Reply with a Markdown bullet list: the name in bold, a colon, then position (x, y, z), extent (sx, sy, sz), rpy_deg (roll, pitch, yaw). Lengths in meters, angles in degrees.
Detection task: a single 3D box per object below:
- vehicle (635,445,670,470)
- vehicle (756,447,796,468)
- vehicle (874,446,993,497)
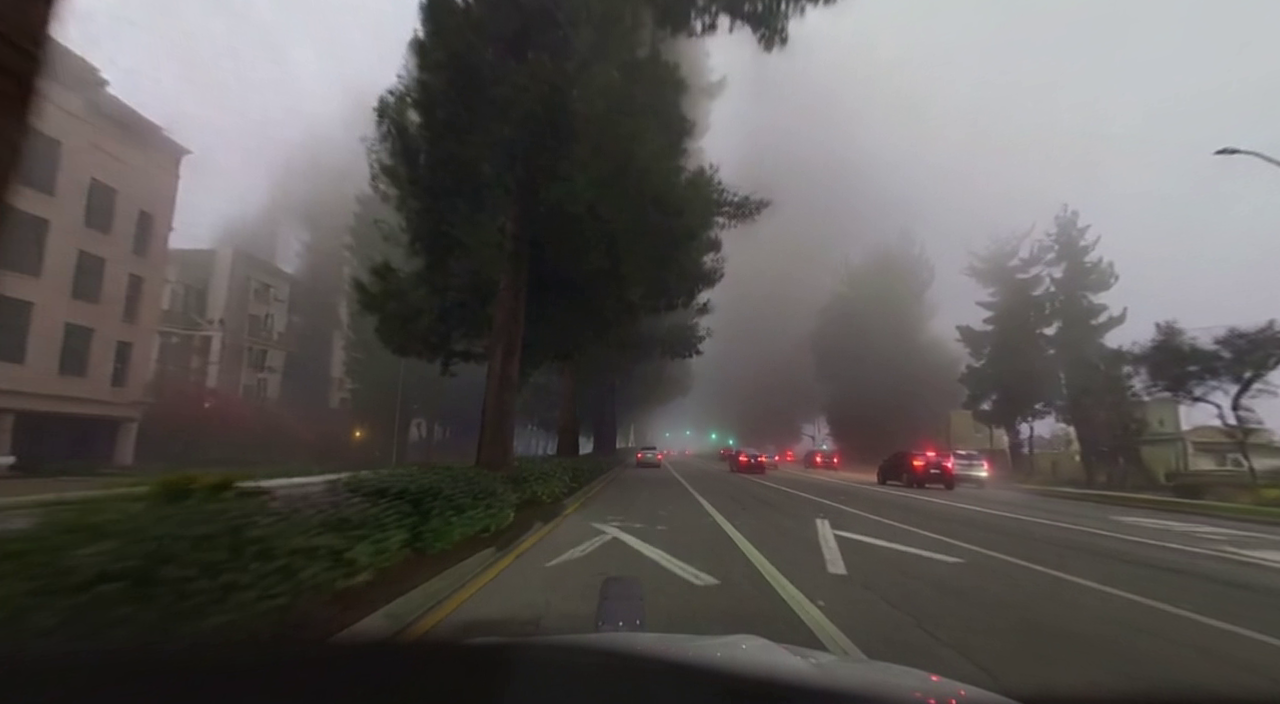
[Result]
- **vehicle**: position (0.728, 6.556, 39.367), extent (2.077, 1.477, 3.897), rpy_deg (0, -8, 0)
- **vehicle**: position (9.934, 7.734, 46.495), extent (1.888, 1.472, 4.350), rpy_deg (0, -8, -1)
- **vehicle**: position (9.491, 3.865, 20.839), extent (2.020, 1.472, 3.958), rpy_deg (0, -8, 0)
